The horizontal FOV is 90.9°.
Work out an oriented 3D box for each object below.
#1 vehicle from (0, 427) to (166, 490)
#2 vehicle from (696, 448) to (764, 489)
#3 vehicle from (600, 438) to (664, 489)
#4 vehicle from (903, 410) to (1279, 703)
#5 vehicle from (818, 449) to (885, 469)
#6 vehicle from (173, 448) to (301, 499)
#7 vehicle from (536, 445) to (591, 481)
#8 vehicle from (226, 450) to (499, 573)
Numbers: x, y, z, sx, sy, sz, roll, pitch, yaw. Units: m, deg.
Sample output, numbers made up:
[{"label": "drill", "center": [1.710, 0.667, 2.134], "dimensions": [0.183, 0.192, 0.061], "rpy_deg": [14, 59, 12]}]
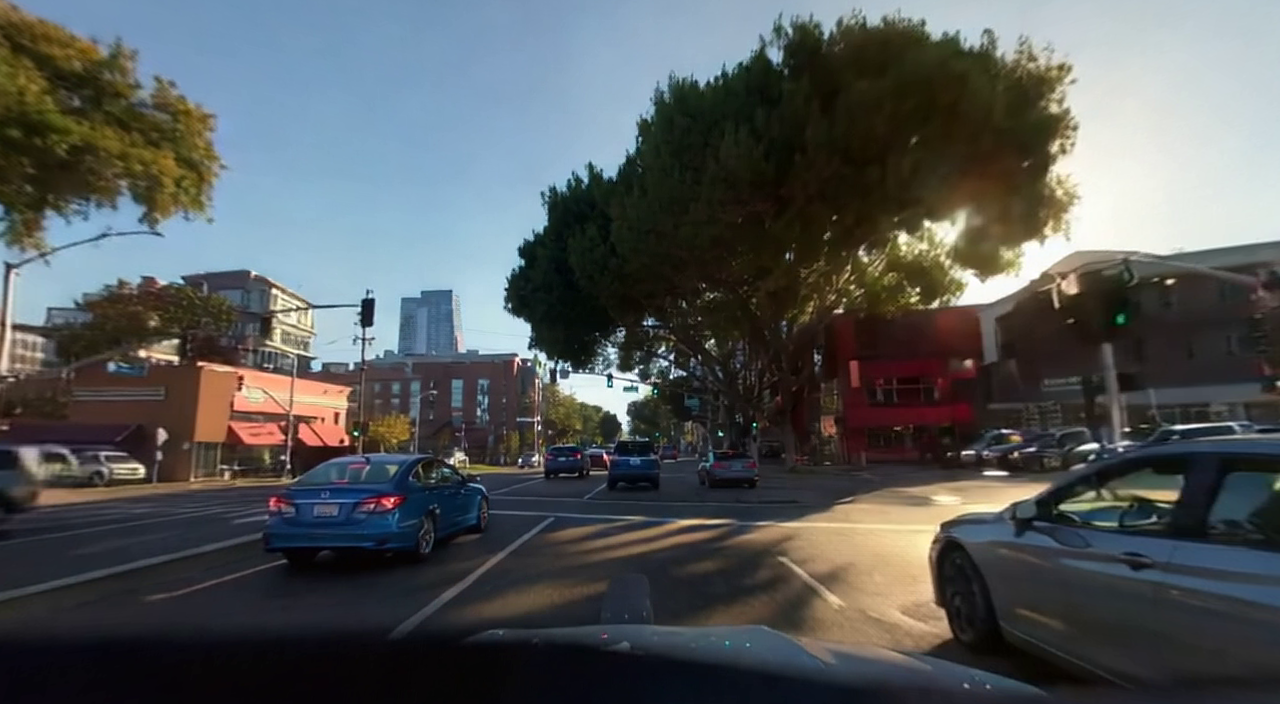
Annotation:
[{"label": "vehicle", "center": [-35.100, 6.298, 37.619], "dimensions": [12.467, 3.385, 3.314], "rpy_deg": [-2, -9, 13]}, {"label": "vehicle", "center": [3.476, 4.599, 25.247], "dimensions": [2.058, 1.472, 4.317], "rpy_deg": [0, -9, 0]}, {"label": "vehicle", "center": [-0.297, 4.469, 25.608], "dimensions": [2.361, 1.898, 4.465], "rpy_deg": [0, -9, 0]}, {"label": "vehicle", "center": [3.096, 1.029, 2.668], "dimensions": [2.052, 1.475, 4.540], "rpy_deg": [0, -9, 1]}, {"label": "vehicle", "center": [16.175, 8.194, 48.367], "dimensions": [4.407, 1.492, 1.930], "rpy_deg": [0, -9, 2]}, {"label": "vehicle", "center": [-16.102, 4.814, 25.564], "dimensions": [1.906, 1.839, 4.845], "rpy_deg": [0, -9, 0]}, {"label": "vehicle", "center": [-3.699, 5.443, 31.190], "dimensions": [2.130, 1.645, 3.995], "rpy_deg": [0, -9, 1]}, {"label": "vehicle", "center": [-3.622, 2.127, 9.201], "dimensions": [2.115, 1.369, 3.908], "rpy_deg": [0, -9, 2]}]
